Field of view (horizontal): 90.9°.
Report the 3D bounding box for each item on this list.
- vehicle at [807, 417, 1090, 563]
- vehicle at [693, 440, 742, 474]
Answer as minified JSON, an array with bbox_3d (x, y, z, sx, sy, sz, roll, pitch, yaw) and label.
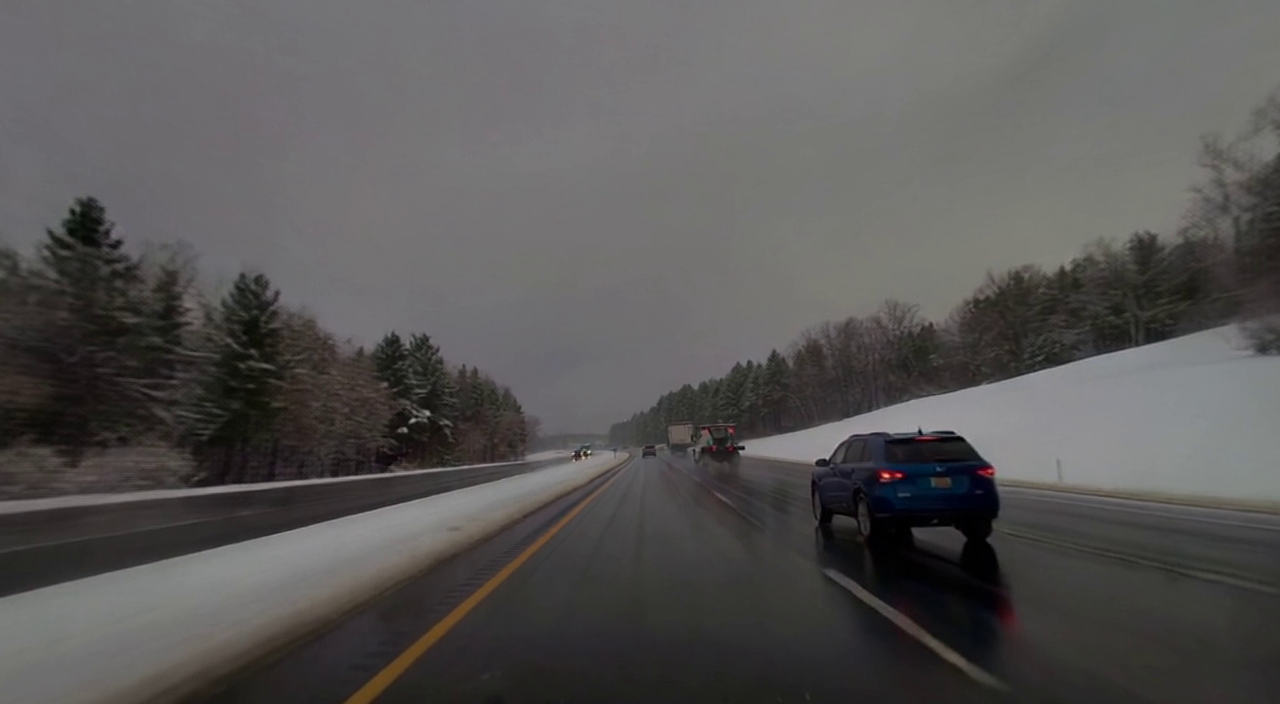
[{"bbox_3d":[3.996,1.857,9.119,2.005,1.604,4.002,0,-9,-1],"label":"vehicle"},{"bbox_3d":[4.084,5.622,33.832,2.022,1.658,4.132,0,-9,-1],"label":"vehicle"}]
